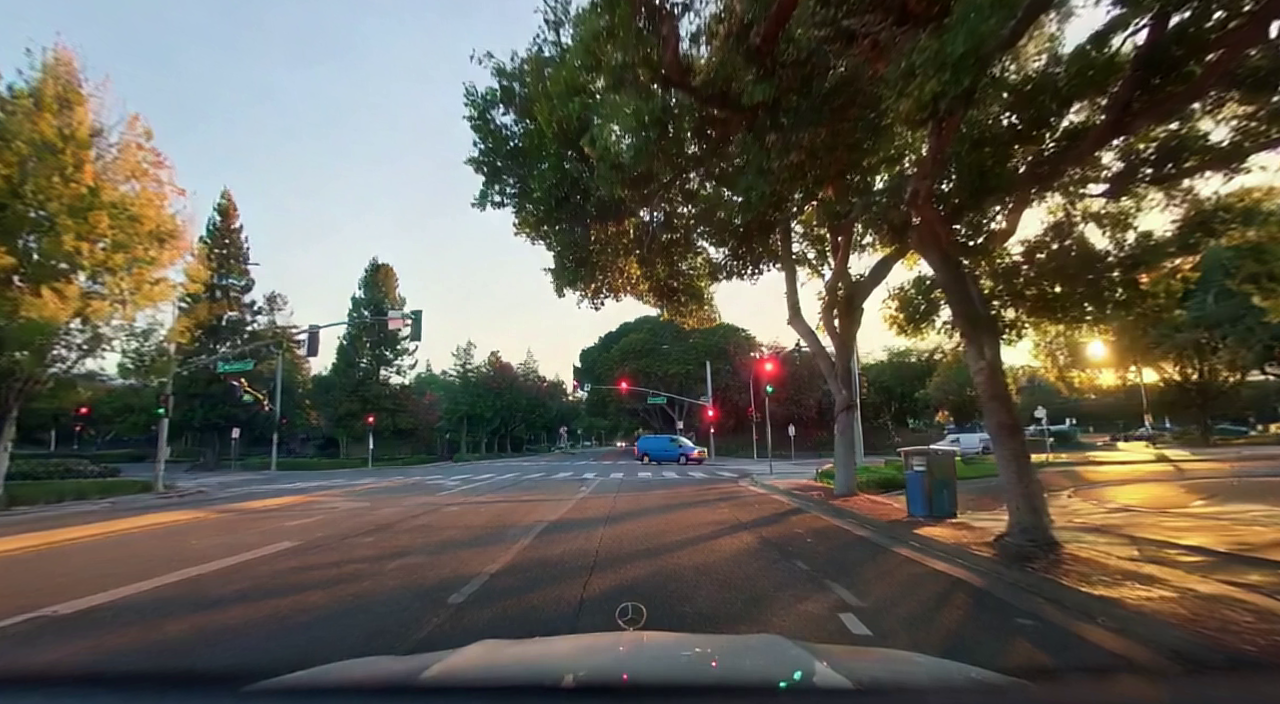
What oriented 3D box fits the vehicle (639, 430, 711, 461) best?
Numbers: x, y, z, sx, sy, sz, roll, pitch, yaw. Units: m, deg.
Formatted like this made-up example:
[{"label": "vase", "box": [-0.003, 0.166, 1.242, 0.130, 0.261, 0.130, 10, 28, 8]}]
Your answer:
[{"label": "vehicle", "box": [2.274, 6.254, 42.100, 4.536, 1.965, 1.780, -6, -10, 36]}]
